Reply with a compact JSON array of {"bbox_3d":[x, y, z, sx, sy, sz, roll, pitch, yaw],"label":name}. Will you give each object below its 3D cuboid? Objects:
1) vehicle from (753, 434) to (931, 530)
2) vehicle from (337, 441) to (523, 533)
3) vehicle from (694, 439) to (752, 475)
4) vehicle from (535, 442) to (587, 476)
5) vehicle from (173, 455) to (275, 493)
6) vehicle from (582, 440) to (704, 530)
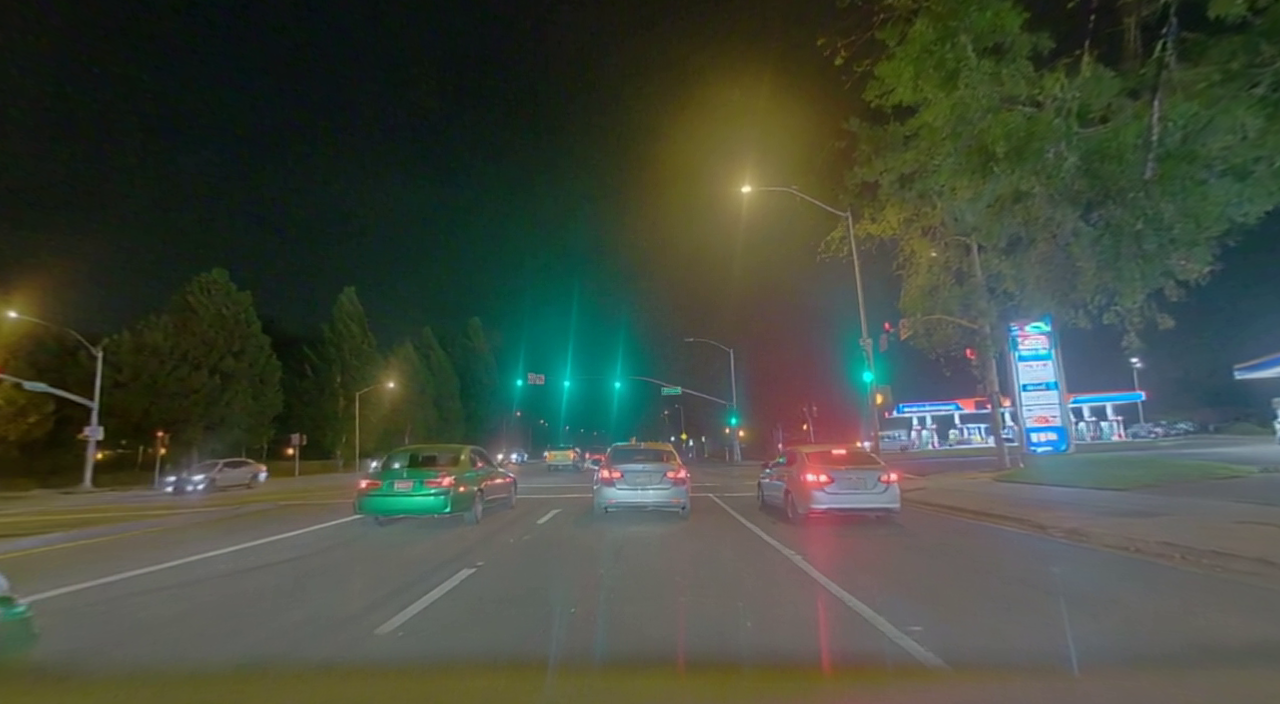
[{"bbox_3d":[3.618,2.397,12.305,1.920,1.479,4.548,0,-8,-1],"label":"vehicle"},{"bbox_3d":[-3.744,2.470,12.264,1.995,1.436,4.500,0,-8,1],"label":"vehicle"},{"bbox_3d":[3.740,4.808,29.127,1.942,1.482,4.623,0,-8,-1],"label":"vehicle"},{"bbox_3d":[-3.753,5.177,30.728,1.896,1.501,4.390,0,-8,1],"label":"vehicle"},{"bbox_3d":[-21.826,6.393,33.347,2.152,1.764,4.641,0,-8,0],"label":"vehicle"},{"bbox_3d":[0.012,2.462,12.299,1.994,1.433,3.894,0,-8,-1],"label":"vehicle"}]
